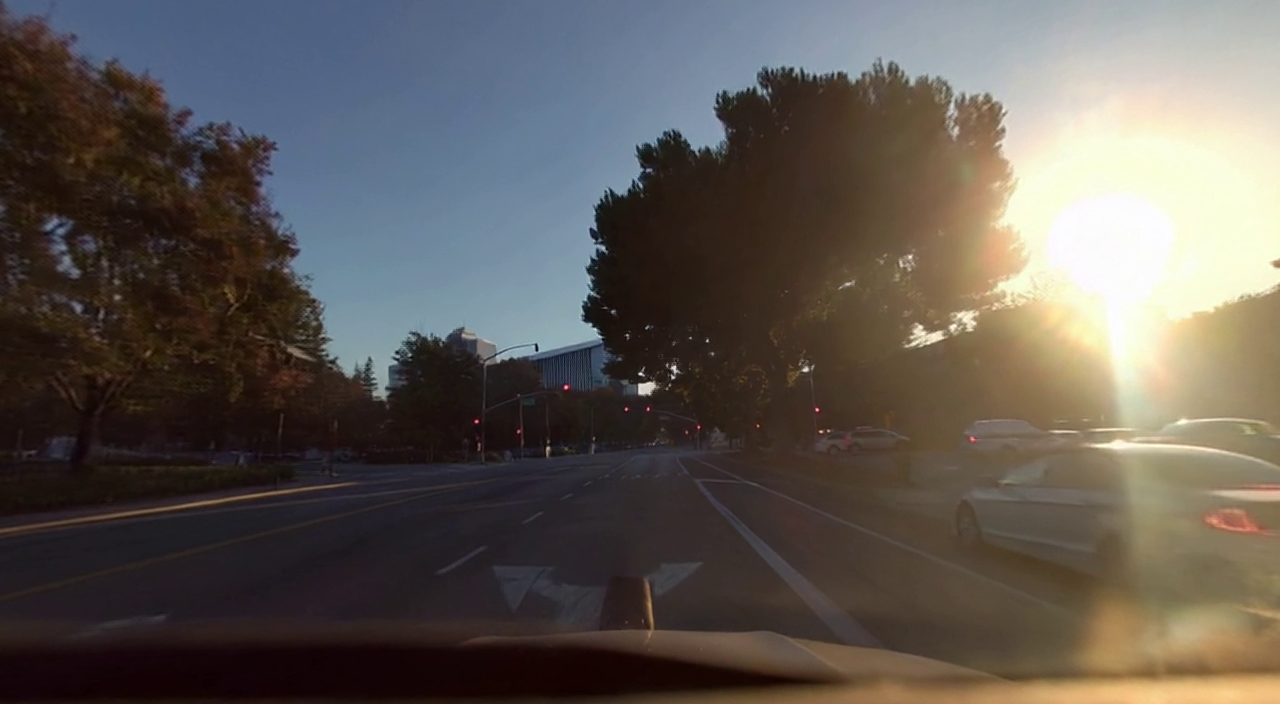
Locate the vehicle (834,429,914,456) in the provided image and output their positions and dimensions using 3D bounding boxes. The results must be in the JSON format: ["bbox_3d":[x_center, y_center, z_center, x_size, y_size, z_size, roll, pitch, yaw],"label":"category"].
[{"bbox_3d":[14.416,5.605,39.039,4.167,1.476,1.871,-2,-8,1],"label":"vehicle"}]

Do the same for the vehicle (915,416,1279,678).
[{"bbox_3d":[4.581,1.425,5.885,2.006,1.448,4.671,0,-8,1],"label":"vehicle"}]
